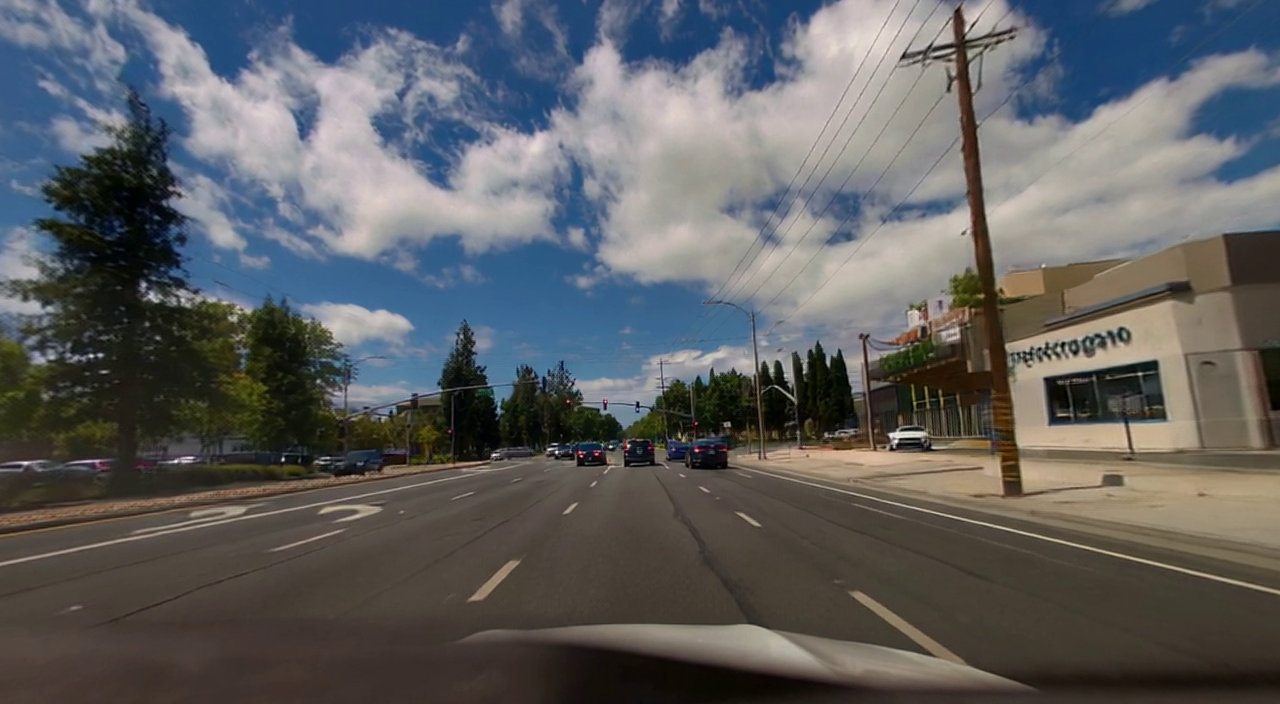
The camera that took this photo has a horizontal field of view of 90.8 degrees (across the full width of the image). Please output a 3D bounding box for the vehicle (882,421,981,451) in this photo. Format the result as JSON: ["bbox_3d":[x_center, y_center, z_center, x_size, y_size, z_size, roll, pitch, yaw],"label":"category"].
[{"bbox_3d":[15.674,4.570,34.156,4.344,1.512,1.936,-1,-9,5],"label":"vehicle"}]

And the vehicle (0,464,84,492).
[{"bbox_3d":[-34.181,7.060,35.411,4.096,1.414,1.834,5,-10,-29],"label":"vehicle"}]

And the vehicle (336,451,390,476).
[{"bbox_3d":[-18.420,7.394,42.214,1.832,1.515,4.369,0,-9,-3],"label":"vehicle"}]

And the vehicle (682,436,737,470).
[{"bbox_3d":[3.602,5.340,33.602,2.198,1.660,4.512,0,-9,-3],"label":"vehicle"}]

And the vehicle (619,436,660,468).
[{"bbox_3d":[-0.087,5.698,36.025,2.146,1.685,4.003,0,-9,-2],"label":"vehicle"}]
